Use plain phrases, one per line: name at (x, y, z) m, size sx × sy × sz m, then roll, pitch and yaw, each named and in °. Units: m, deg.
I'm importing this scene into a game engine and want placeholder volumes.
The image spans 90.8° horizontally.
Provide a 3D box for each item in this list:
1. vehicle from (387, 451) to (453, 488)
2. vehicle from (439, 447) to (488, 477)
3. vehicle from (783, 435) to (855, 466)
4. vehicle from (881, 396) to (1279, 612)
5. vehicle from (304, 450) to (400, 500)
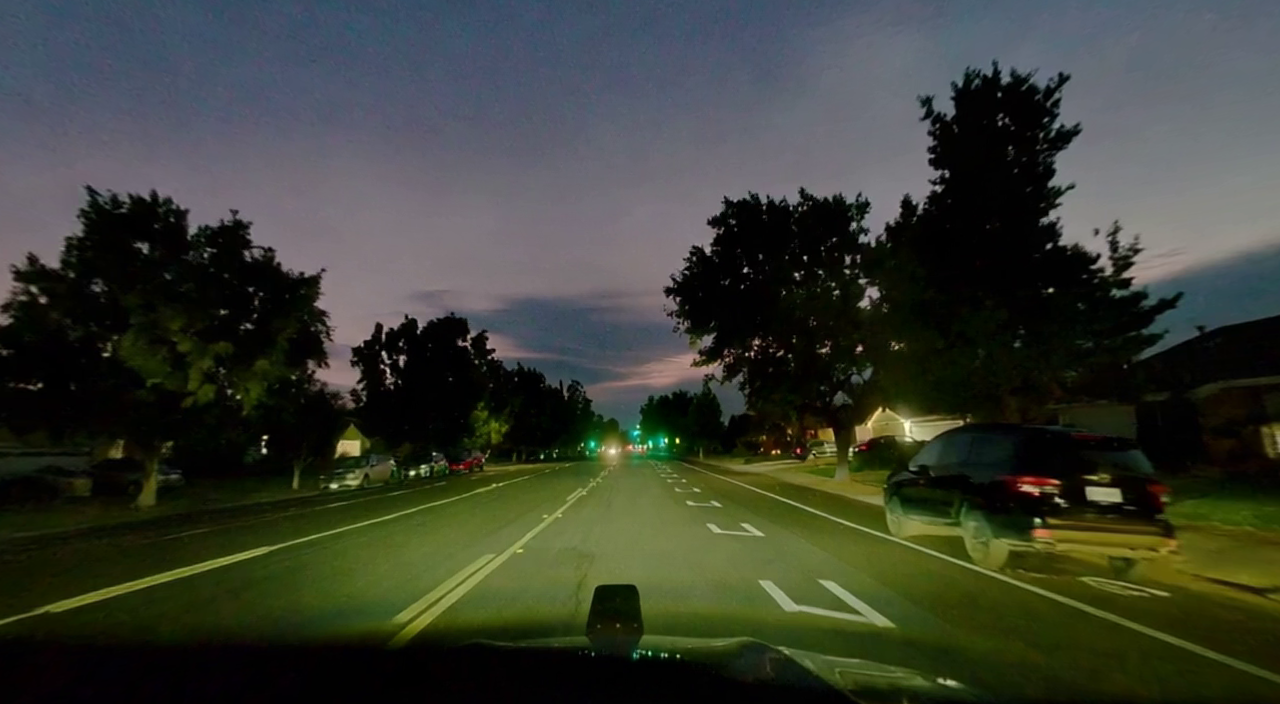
vehicle at (-12.212, 6.528, 35.436) m, size 2.007 × 1.663 × 5.077 m, roll -2°, pitch -7°, yaw -1°
vehicle at (-12.399, 7.736, 44.703) m, size 2.105 × 1.930 × 4.541 m, roll 0°, pitch -8°, yaw 0°
vehicle at (12.073, 6.648, 42.817) m, size 4.194 × 1.850 × 1.951 m, roll -2°, pitch -7°, yaw -4°
vehicle at (4.914, 1.651, 7.809) m, size 2.058 × 1.867 × 4.448 m, roll 0°, pitch -8°, yaw 0°
vehicle at (-12.258, 5.210, 27.311) m, size 1.962 × 1.735 × 4.927 m, roll -2°, pitch -7°, yaw -1°
